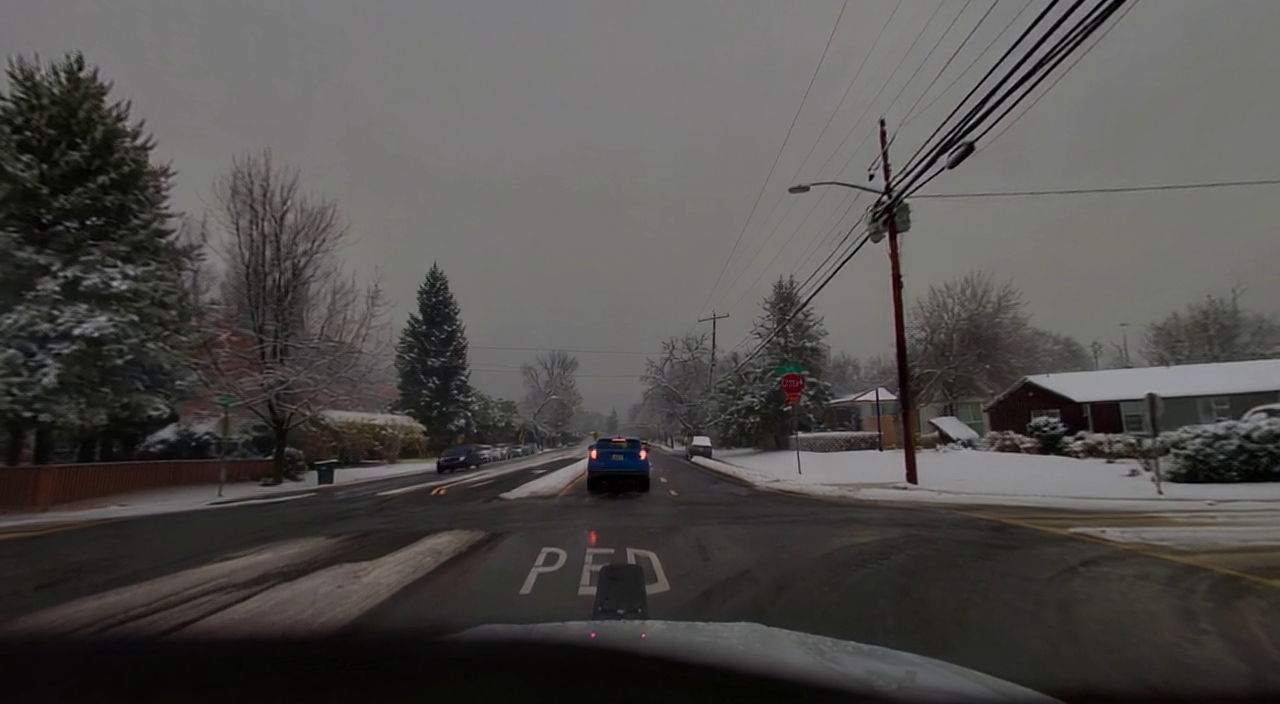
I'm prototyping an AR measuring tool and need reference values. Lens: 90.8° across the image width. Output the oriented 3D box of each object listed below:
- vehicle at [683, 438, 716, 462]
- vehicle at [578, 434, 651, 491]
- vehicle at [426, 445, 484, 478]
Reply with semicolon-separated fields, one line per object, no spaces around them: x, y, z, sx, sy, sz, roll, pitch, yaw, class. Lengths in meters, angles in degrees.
4.440;7.413;47.740;2.101;1.744;4.466;0;-9;1;vehicle
-0.661;3.148;18.258;1.877;1.448;3.830;0;-9;0;vehicle
-9.152;5.434;31.559;1.934;1.506;4.032;1;-9;-4;vehicle
